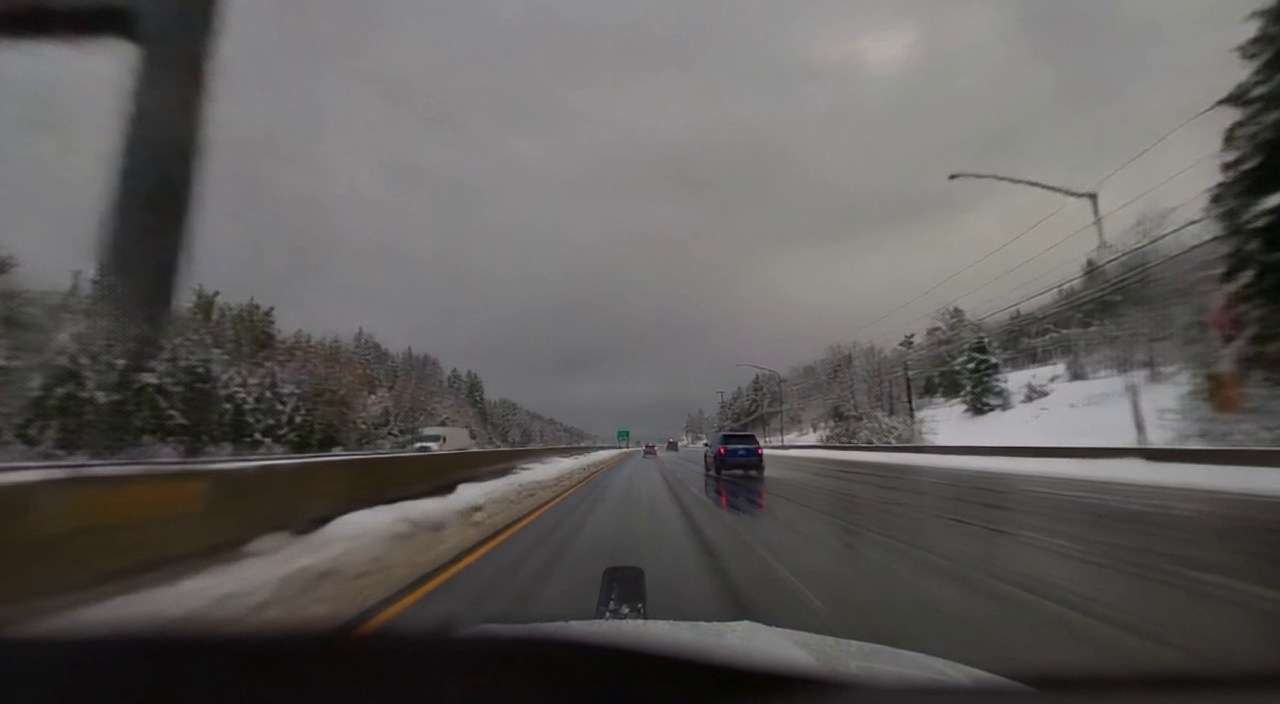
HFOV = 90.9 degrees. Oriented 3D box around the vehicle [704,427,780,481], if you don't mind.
[{"bbox_3d":[3.738,3.856,23.984,2.120,1.832,4.287,0,-8,-1],"label":"vehicle"}]
